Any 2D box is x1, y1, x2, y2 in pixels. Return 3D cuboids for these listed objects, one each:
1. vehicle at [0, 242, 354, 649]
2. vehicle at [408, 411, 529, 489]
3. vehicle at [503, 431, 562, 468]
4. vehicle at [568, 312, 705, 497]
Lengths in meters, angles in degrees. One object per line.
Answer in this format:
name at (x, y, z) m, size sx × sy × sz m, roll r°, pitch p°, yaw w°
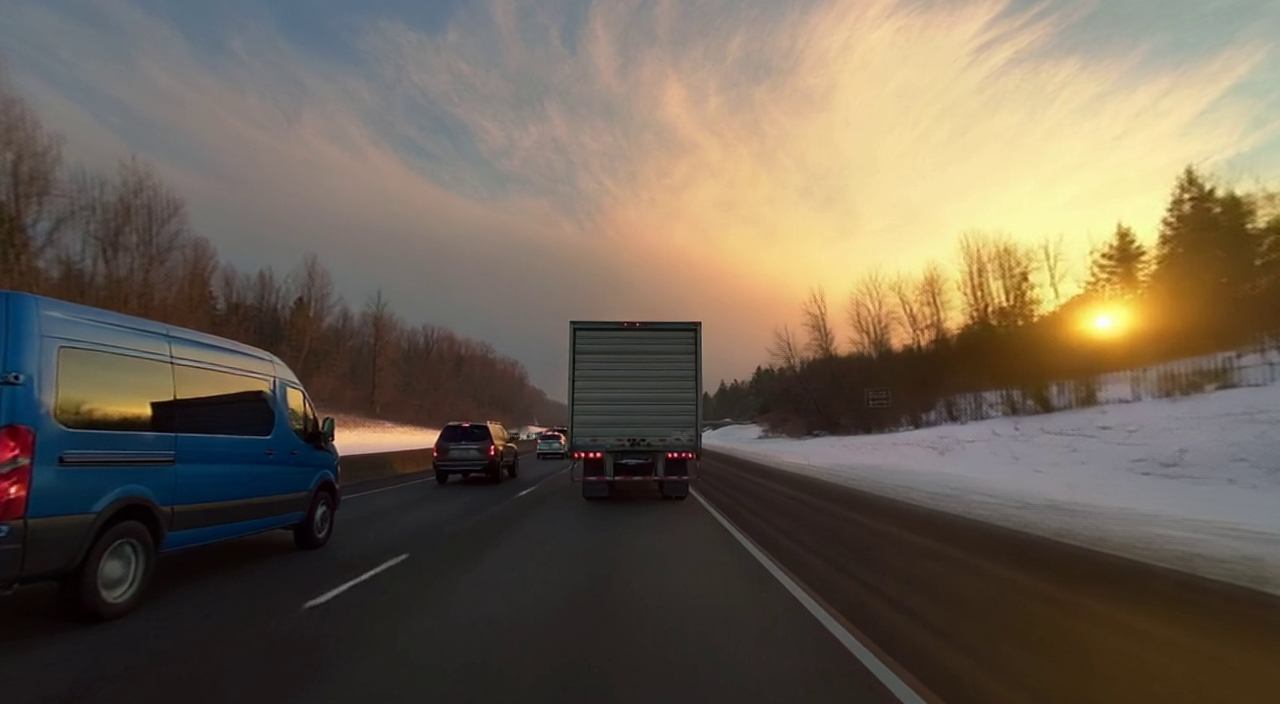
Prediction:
vehicle at (-5.250, 0.862, 5.989) m, size 2.478 × 2.515 × 5.438 m, roll 0°, pitch -8°, yaw 0°
vehicle at (-4.876, 2.860, 18.749) m, size 2.168 × 1.985 × 4.952 m, roll 0°, pitch -8°, yaw 0°
vehicle at (-4.847, 4.447, 28.964) m, size 1.931 × 1.539 × 4.441 m, roll 0°, pitch -8°, yaw 0°
vehicle at (-0.143, 1.779, 18.768) m, size 2.953 × 4.041 × 10.072 m, roll 0°, pitch -8°, yaw -1°
